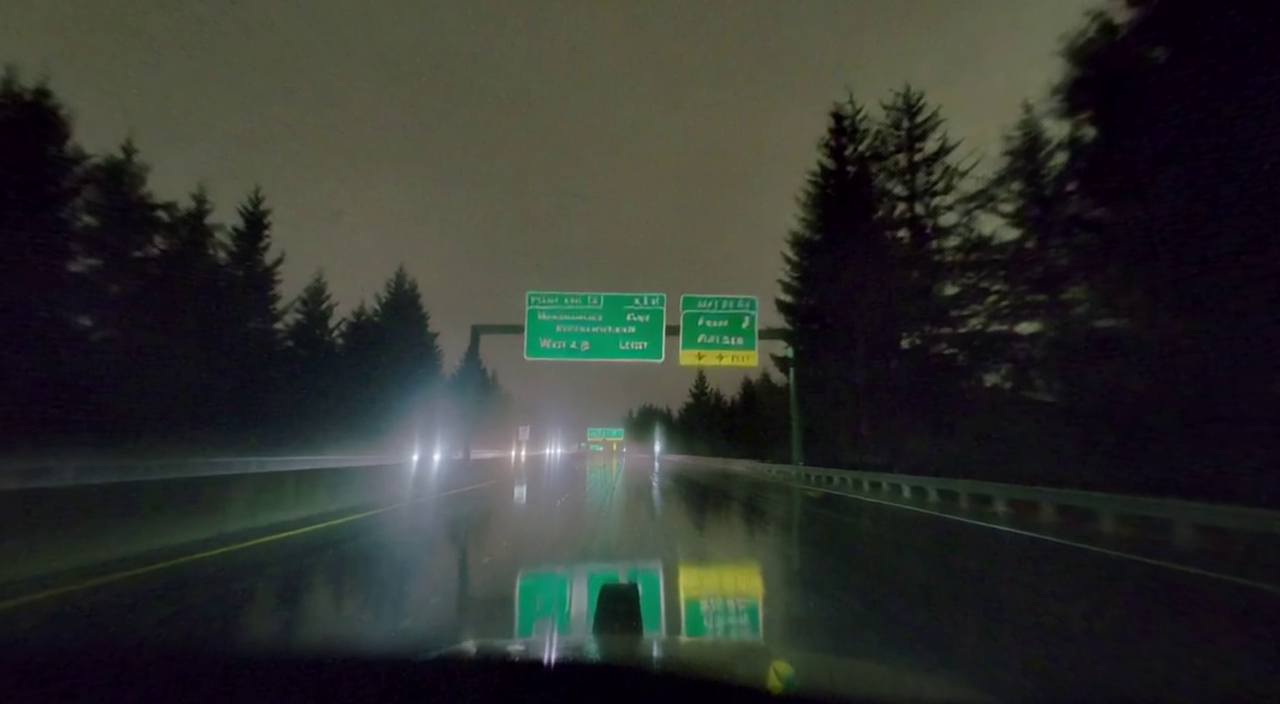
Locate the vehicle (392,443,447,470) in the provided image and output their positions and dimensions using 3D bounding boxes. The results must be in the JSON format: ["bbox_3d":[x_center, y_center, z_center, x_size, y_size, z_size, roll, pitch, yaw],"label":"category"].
[{"bbox_3d":[-12.883,6.101,36.814,1.788,1.478,3.988,0,-9,0],"label":"vehicle"}]
